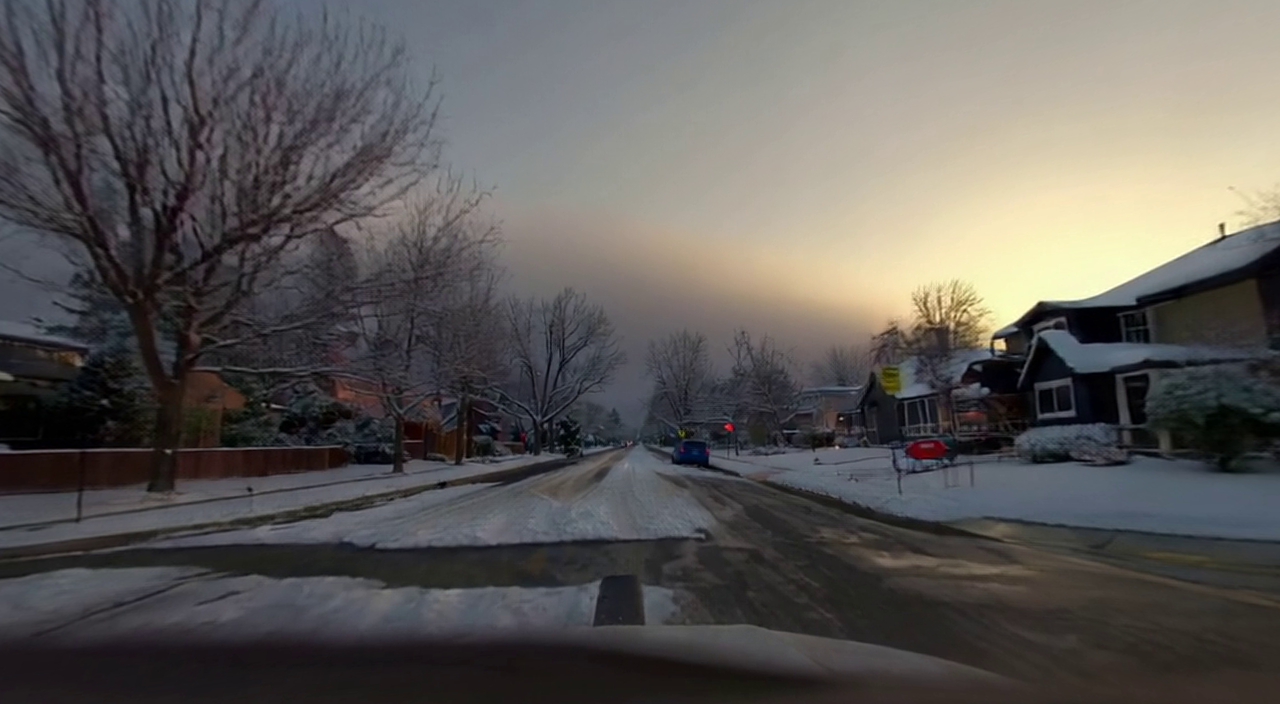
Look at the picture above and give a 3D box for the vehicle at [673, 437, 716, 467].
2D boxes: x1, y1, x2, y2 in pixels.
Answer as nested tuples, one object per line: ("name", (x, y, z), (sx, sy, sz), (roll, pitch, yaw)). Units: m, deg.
("vehicle", (3.094, 5.827, 36.852), (2.114, 1.633, 4.042), (0, -8, 0))
